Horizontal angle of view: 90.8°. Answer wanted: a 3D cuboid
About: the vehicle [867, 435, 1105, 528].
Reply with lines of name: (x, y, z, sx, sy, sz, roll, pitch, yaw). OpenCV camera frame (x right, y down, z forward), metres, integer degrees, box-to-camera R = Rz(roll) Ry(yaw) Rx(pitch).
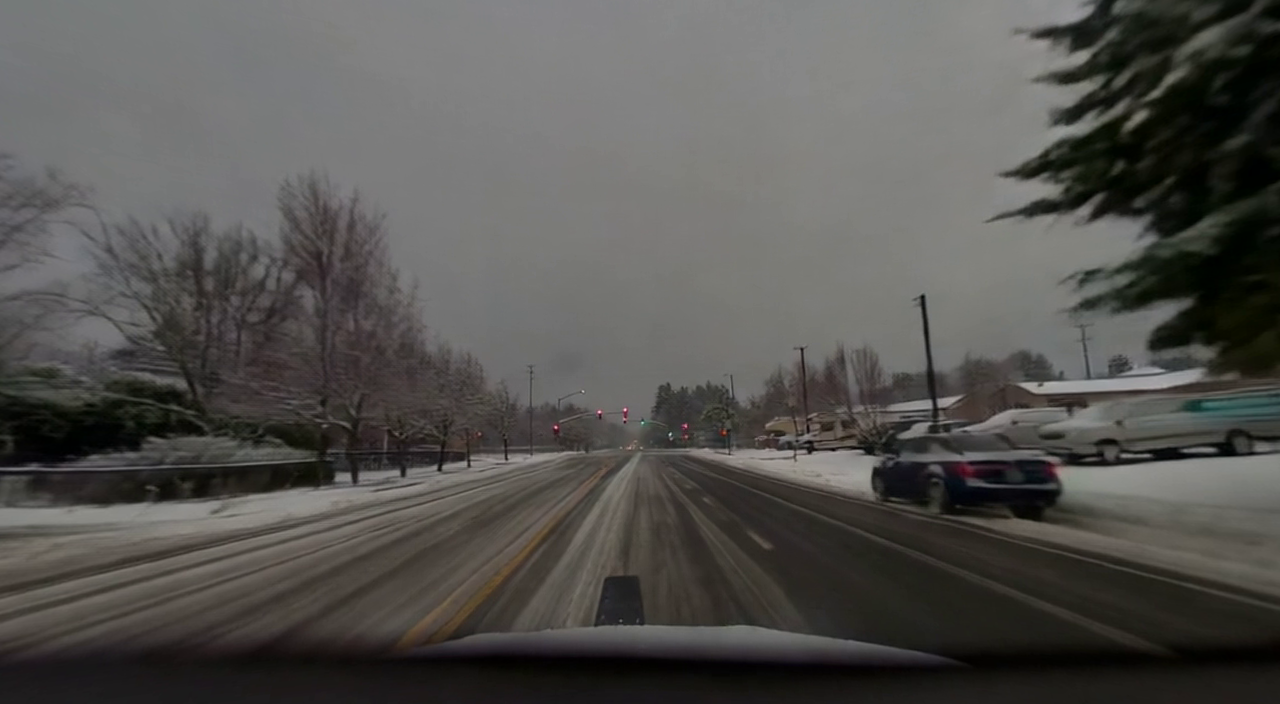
vehicle: (6.323, 2.394, 12.278, 1.993, 1.461, 4.269, 0, -9, -4)

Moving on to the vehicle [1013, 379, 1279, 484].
vehicle: (17.087, 2.554, 20.321, 8.016, 2.965, 3.192, -1, -8, 0)
